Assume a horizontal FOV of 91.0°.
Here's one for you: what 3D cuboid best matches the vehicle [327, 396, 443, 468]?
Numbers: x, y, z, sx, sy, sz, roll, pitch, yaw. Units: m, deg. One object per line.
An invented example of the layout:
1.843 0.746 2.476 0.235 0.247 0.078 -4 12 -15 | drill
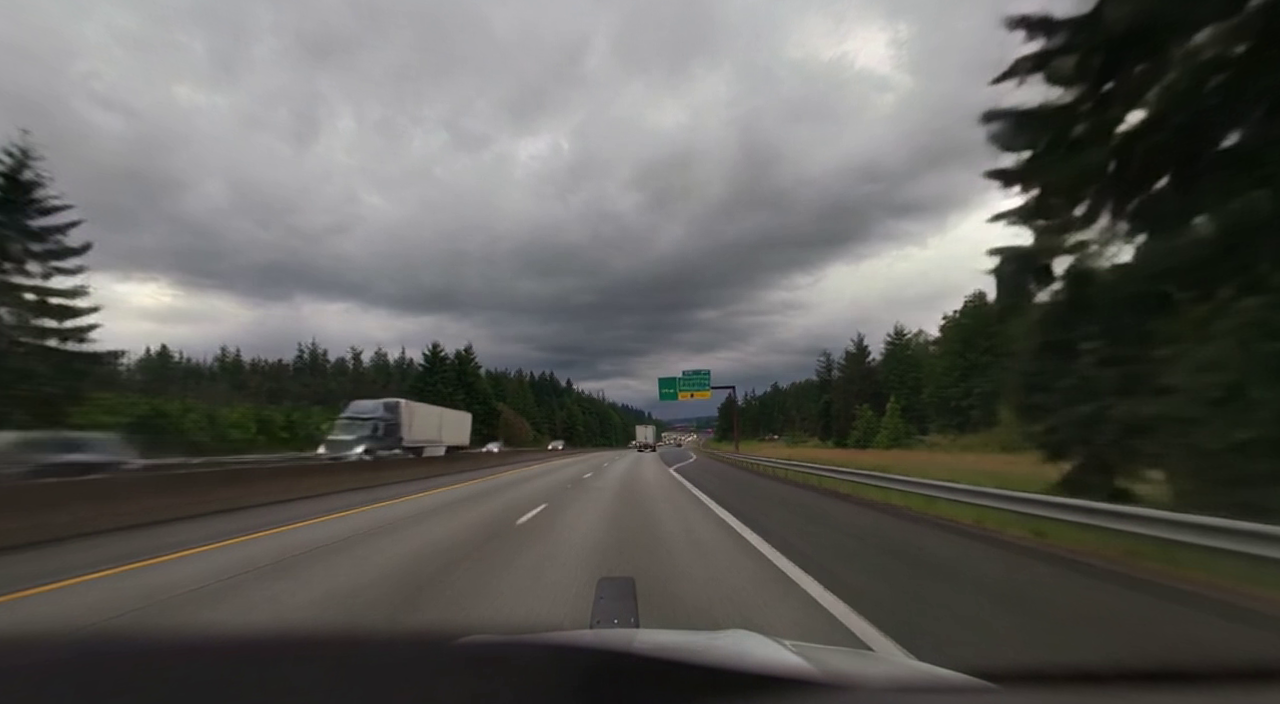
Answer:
-15.341 5.016 39.033 2.921 3.864 9.988 -1 -8 0 | vehicle
